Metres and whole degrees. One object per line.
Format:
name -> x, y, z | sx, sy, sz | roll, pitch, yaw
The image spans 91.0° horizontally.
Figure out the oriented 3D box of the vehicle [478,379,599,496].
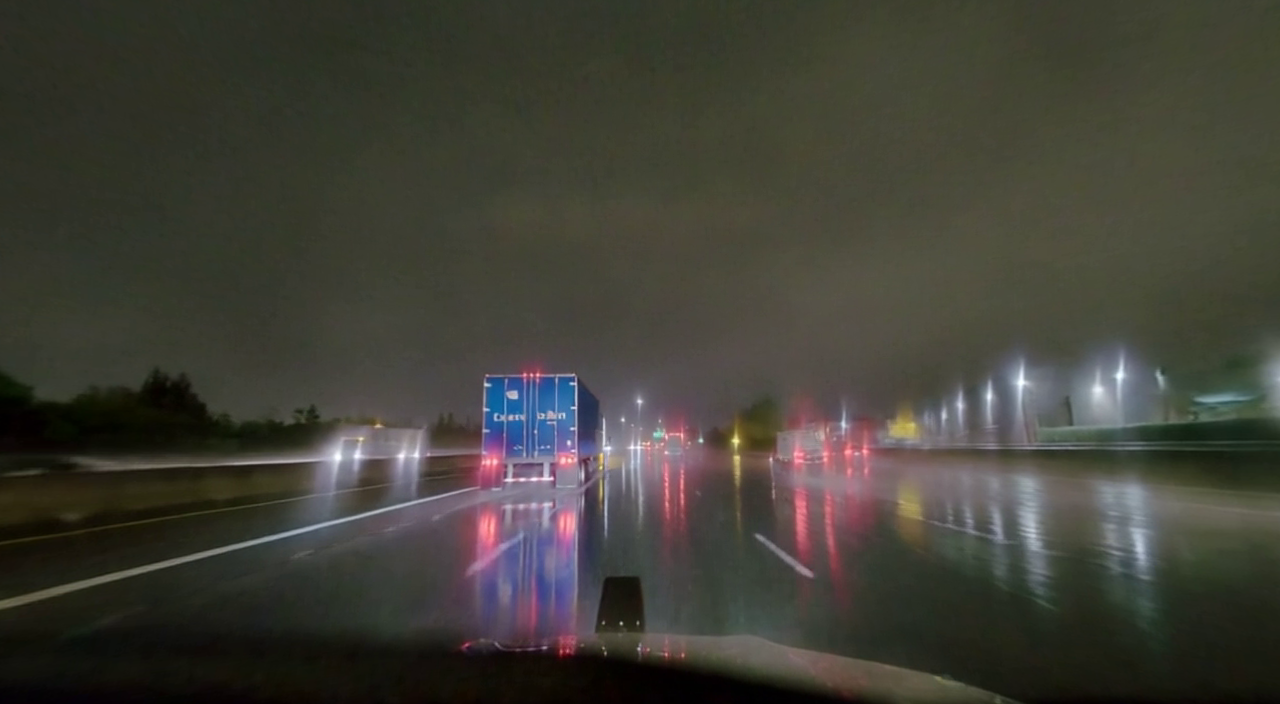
vehicle -> -3.274, 3.172, 22.913 | 2.922, 3.458, 8.360 | 0, -9, 0
